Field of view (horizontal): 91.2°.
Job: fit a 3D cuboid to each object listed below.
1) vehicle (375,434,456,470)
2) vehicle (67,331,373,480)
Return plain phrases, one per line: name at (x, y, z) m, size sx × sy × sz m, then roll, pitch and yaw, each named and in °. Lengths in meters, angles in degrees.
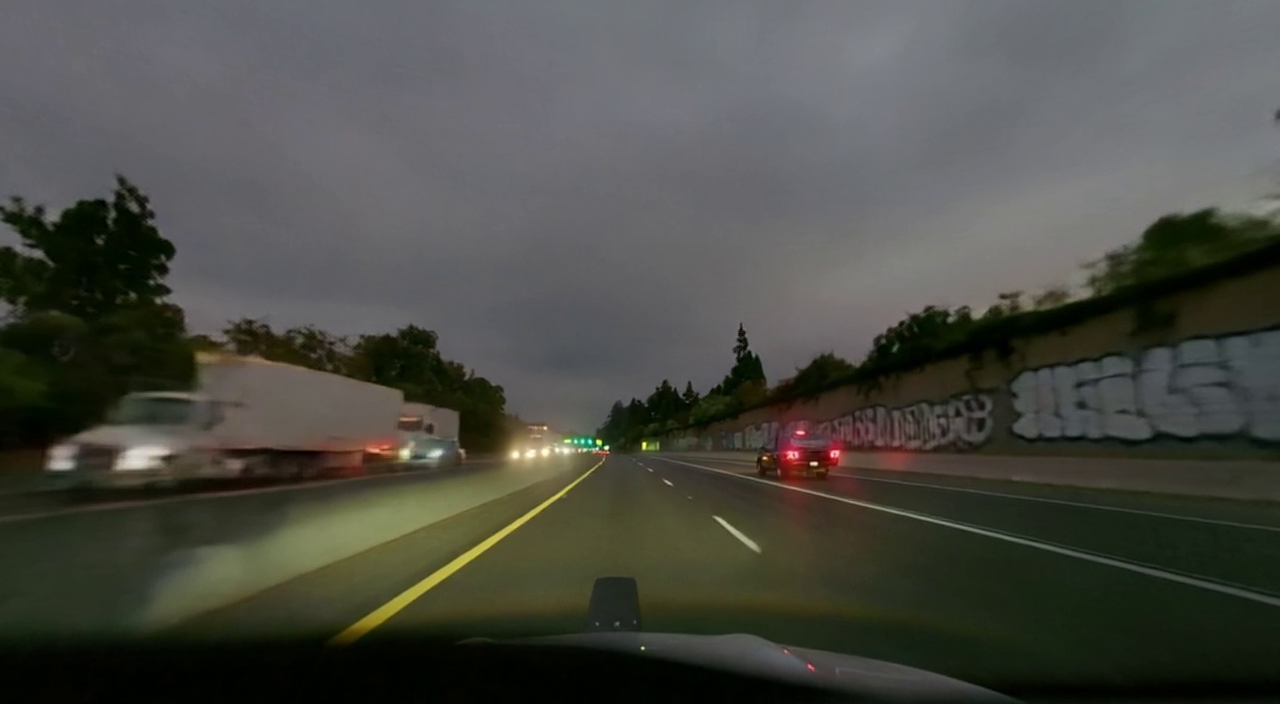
vehicle at (-10.001, 4.496, 28.313) m, size 2.141 × 1.485 × 4.219 m, roll 0°, pitch -9°, yaw 0°
vehicle at (-13.429, 2.288, 22.280) m, size 2.962 × 3.875 × 11.868 m, roll 0°, pitch -9°, yaw -2°
